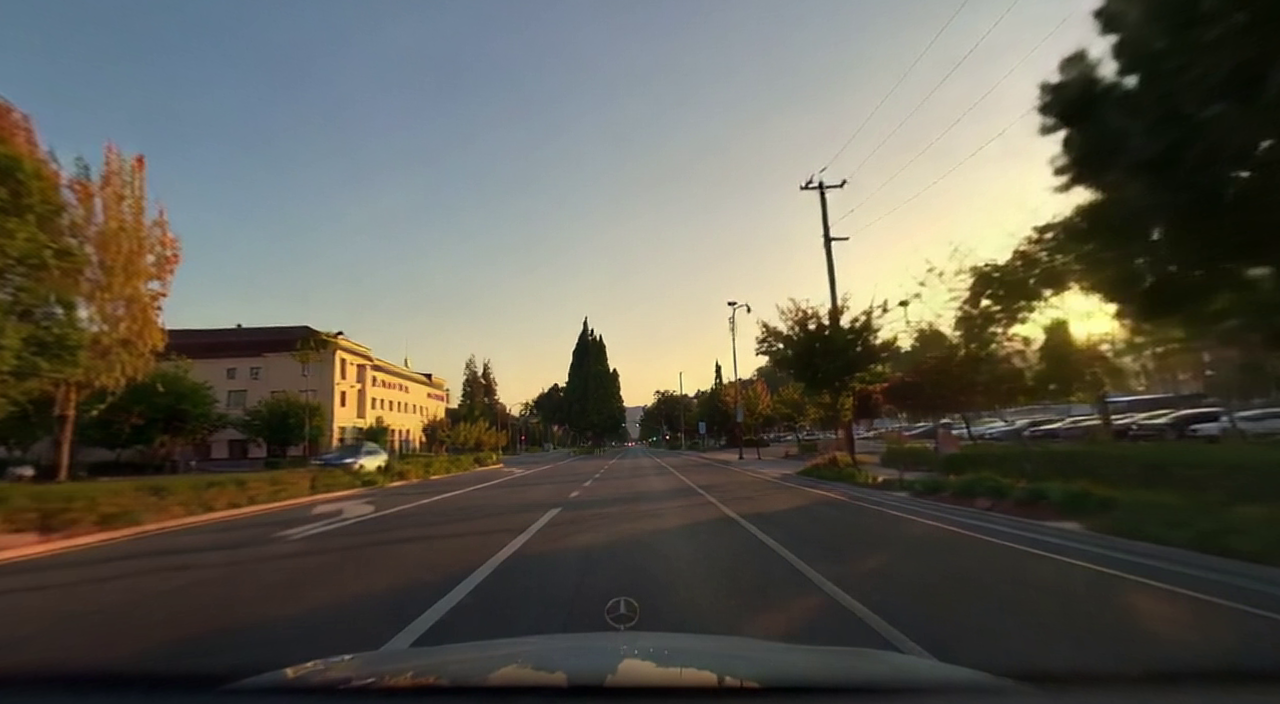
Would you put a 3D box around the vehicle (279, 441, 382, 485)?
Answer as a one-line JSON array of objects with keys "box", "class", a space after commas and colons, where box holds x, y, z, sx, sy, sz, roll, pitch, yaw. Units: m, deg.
[{"box": [-13.779, 4.926, 28.548, 2.133, 1.770, 5.049, 0, -8, 0], "class": "vehicle"}]
